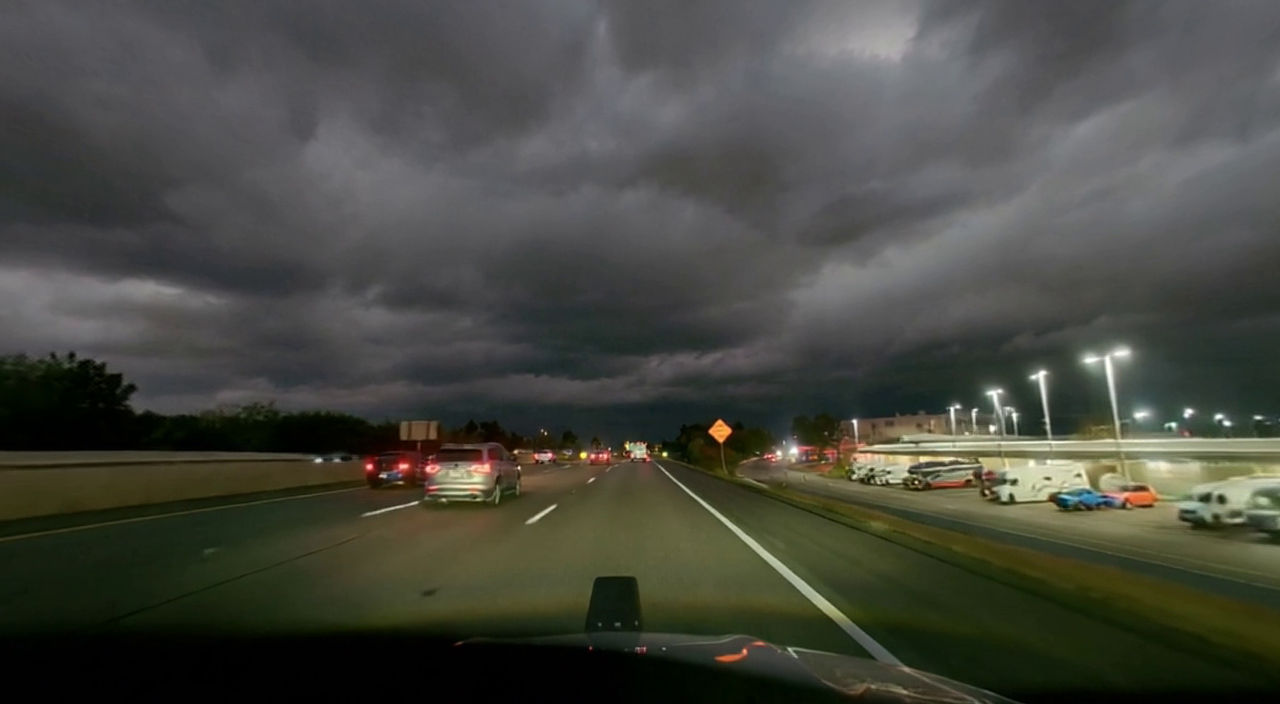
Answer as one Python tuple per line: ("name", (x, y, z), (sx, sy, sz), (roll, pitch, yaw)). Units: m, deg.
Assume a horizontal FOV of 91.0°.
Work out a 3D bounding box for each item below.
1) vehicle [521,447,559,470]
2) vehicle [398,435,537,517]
("vehicle", (-7.492, 8.056, 47.773), (2.046, 1.644, 4.422), (0, -9, 1))
("vehicle", (-3.910, 2.891, 15.171), (2.070, 1.665, 4.213), (0, -9, 1))
